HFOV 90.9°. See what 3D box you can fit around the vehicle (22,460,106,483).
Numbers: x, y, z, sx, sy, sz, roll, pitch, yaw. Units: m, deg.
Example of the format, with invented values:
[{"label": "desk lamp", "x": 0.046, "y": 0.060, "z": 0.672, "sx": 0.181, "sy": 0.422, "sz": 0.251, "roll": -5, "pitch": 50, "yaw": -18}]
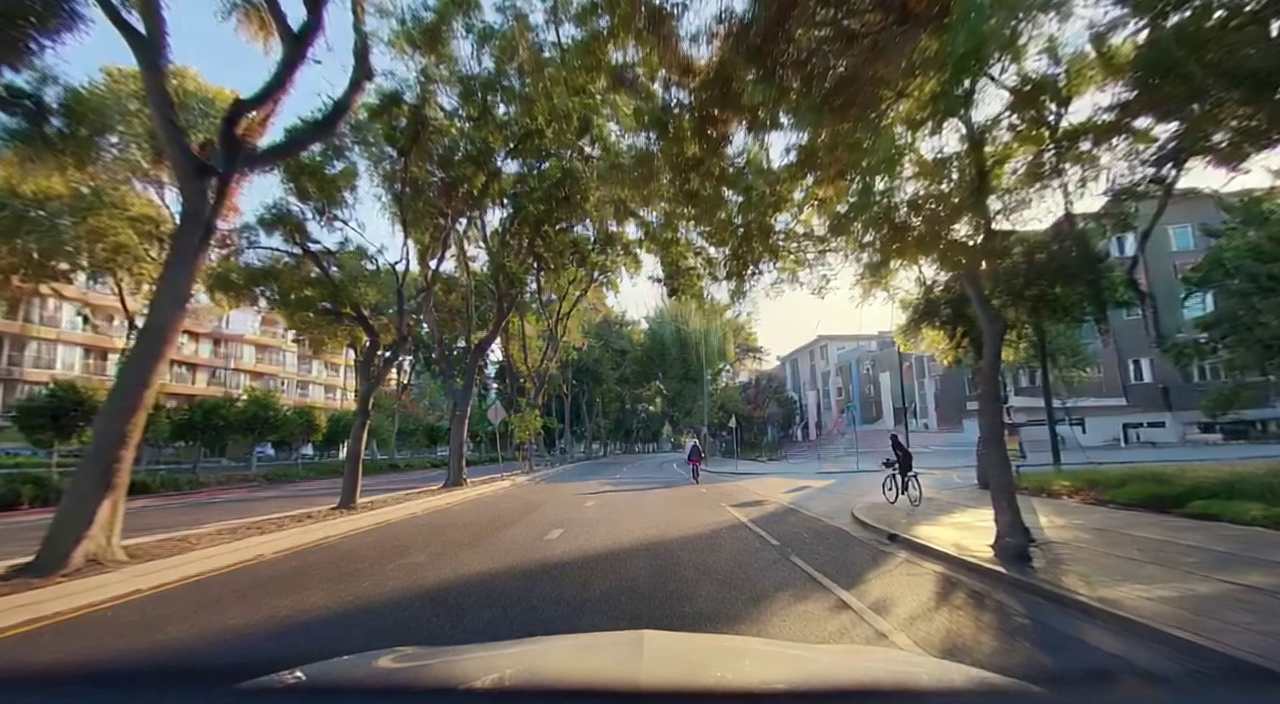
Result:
[{"label": "vehicle", "x": -43.884, "y": 9.122, "z": 48.192, "sx": 1.775, "sy": 1.558, "sz": 4.727, "roll": -1, "pitch": -9, "yaw": 4}]
